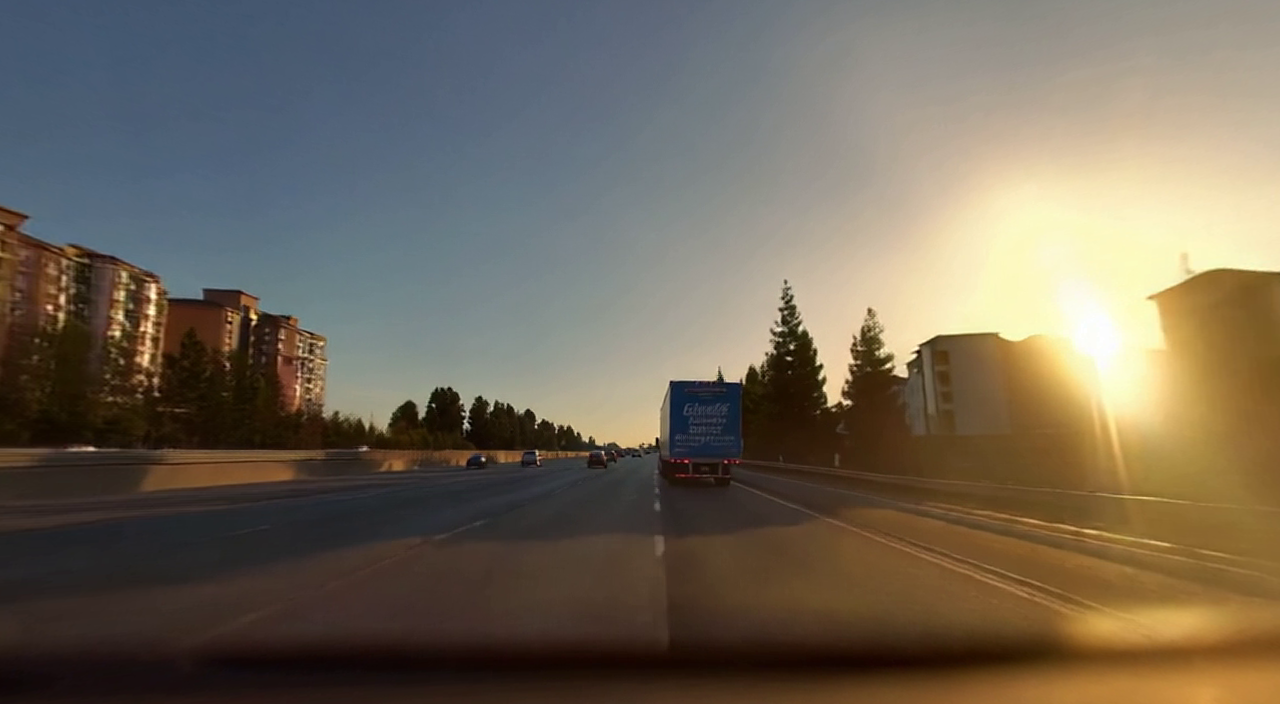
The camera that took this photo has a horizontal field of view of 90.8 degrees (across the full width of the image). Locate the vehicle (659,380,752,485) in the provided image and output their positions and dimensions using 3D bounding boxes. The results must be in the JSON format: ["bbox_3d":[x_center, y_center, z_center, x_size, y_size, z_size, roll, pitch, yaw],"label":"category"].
[{"bbox_3d":[2.786,4.308,32.544,3.140,4.100,15.551,0,-9,0],"label":"vehicle"}]
